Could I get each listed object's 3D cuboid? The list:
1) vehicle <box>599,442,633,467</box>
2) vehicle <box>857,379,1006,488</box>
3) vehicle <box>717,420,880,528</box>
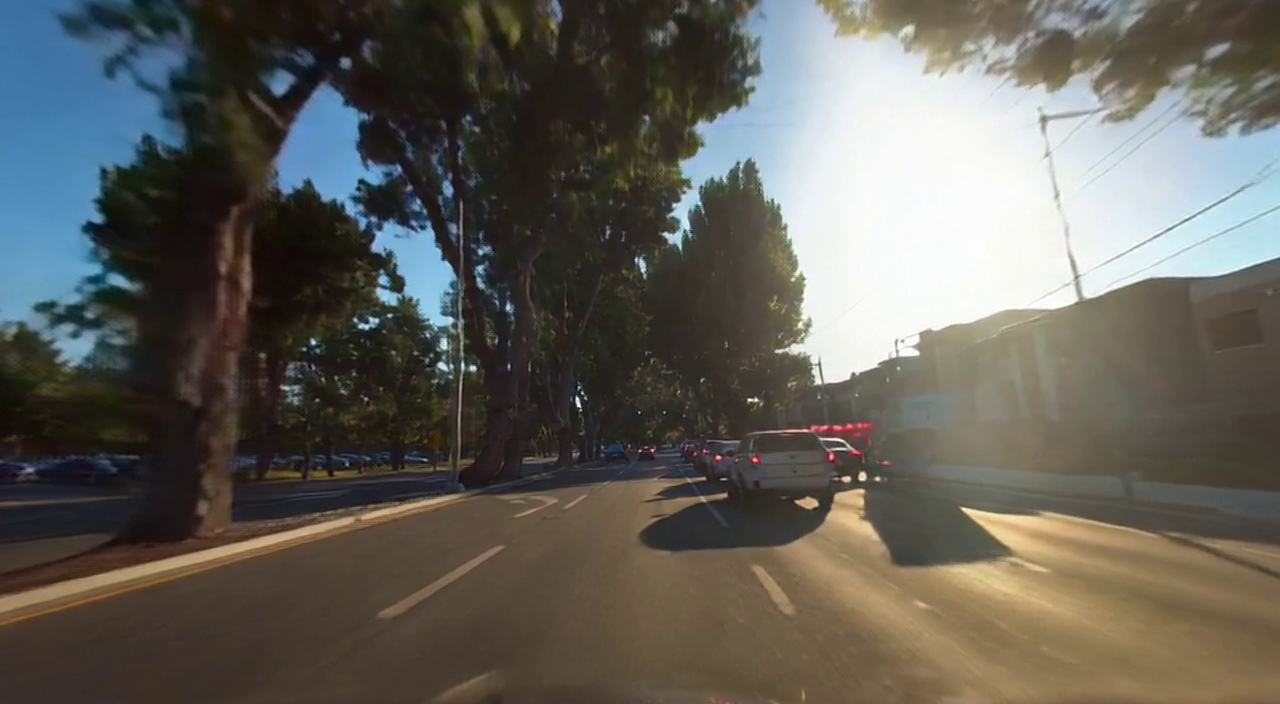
[{"bbox_3d":[-1.695,7.437,45.917,2.083,1.691,4.398,-1,-9,3],"label":"vehicle"},{"bbox_3d":[6.869,2.013,15.375,1.933,2.309,3.468,-1,-9,1],"label":"vehicle"},{"bbox_3d":[2.786,2.274,12.315,2.052,1.693,4.554,0,-9,1],"label":"vehicle"}]
